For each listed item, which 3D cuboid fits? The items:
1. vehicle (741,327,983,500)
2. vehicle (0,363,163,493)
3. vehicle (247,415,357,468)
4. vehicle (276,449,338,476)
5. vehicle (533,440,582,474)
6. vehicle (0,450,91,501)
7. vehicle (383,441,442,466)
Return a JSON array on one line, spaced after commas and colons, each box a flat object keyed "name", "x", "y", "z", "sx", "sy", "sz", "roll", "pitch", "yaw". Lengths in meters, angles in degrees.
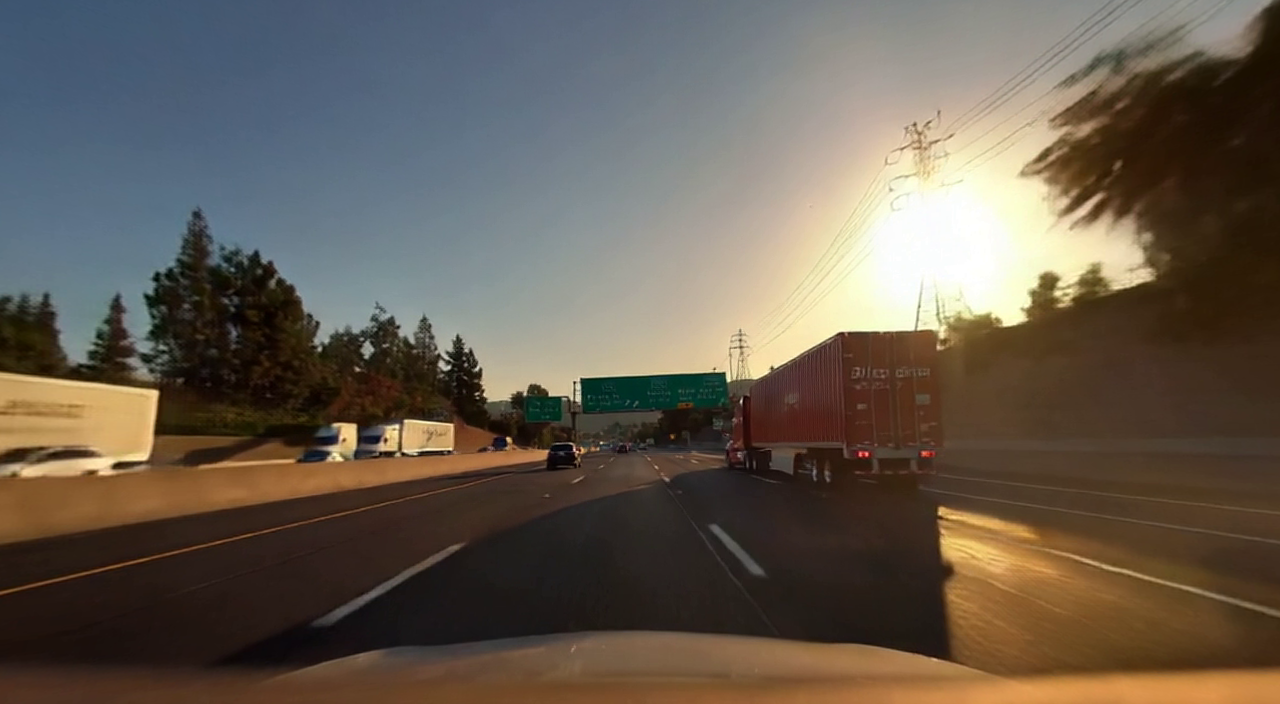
[{"name": "vehicle", "x": 6.609, "y": 2.648, "z": 23.209, "sx": 2.919, "sy": 4.195, "sz": 15.833, "roll": 0, "pitch": -9, "yaw": -1}, {"name": "vehicle", "x": -21.259, "y": 2.124, "z": 17.903, "sx": 2.891, "sy": 3.973, "sz": 16.377, "roll": -1, "pitch": -9, "yaw": 0}, {"name": "vehicle", "x": -25.212, "y": 6.854, "z": 47.941, "sx": 3.102, "sy": 3.541, "sz": 9.922, "roll": 0, "pitch": -9, "yaw": -2}, {"name": "vehicle", "x": -17.908, "y": 5.948, "z": 34.103, "sx": 1.474, "sy": 1.345, "sz": 3.253, "roll": -1, "pitch": -9, "yaw": 1}, {"name": "vehicle", "x": -4.316, "y": 5.540, "z": 33.608, "sx": 2.027, "sy": 1.651, "sz": 4.099, "roll": -1, "pitch": -9, "yaw": 0}, {"name": "vehicle", "x": -17.816, "y": 3.483, "z": 17.954, "sx": 1.449, "sy": 1.325, "sz": 3.238, "roll": -1, "pitch": -9, "yaw": 0}, {"name": "vehicle", "x": -17.660, "y": 7.896, "z": 49.367, "sx": 2.410, "sy": 1.798, "sz": 6.090, "roll": -1, "pitch": -9, "yaw": 0}]
